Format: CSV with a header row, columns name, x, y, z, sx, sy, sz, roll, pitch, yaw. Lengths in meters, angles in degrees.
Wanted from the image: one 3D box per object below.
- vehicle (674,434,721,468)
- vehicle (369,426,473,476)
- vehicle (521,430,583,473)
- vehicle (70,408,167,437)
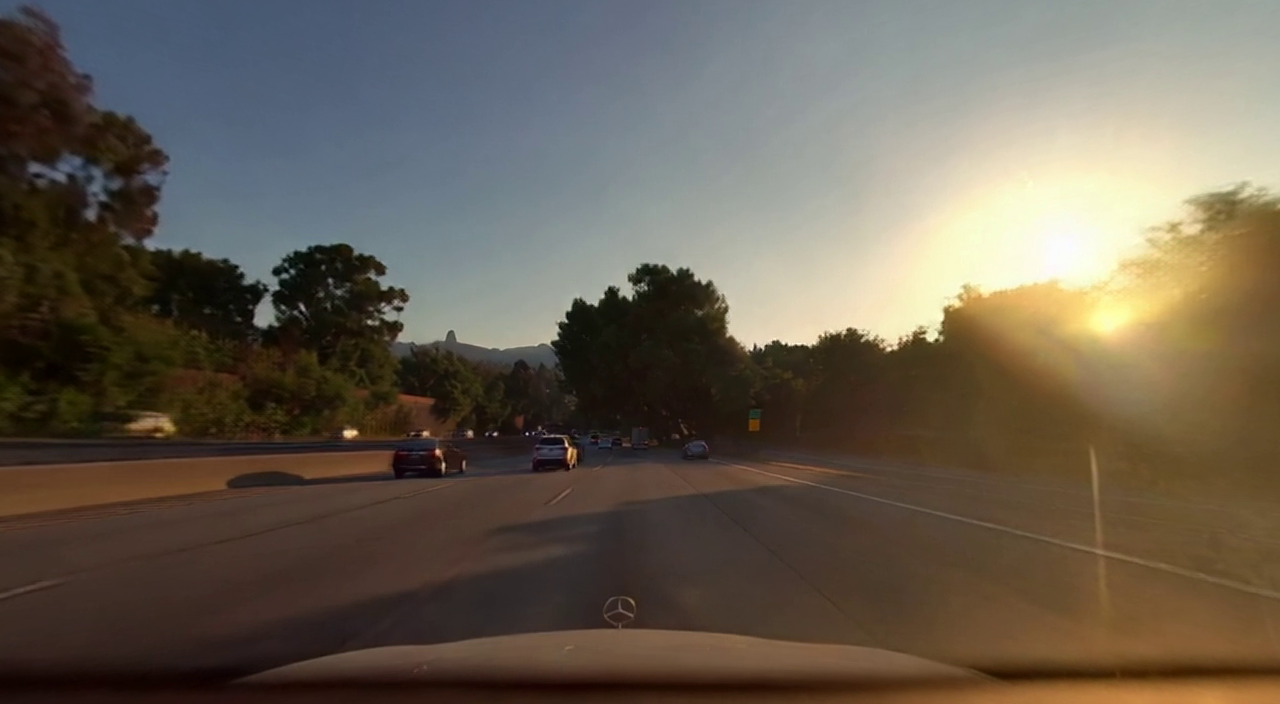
name,x,y,z,sx,sy,sz,roll,pitch,yaw
vehicle,3.015,5.275,33.755,2.053,1.698,4.097,0,-9,-1
vehicle,-8.149,3.759,23.991,2.237,1.703,4.681,0,-9,1
vehicle,-3.655,4.244,27.031,2.002,1.680,4.301,0,-9,1
vehicle,-29.044,4.009,35.201,1.859,1.448,4.027,-1,-8,2
